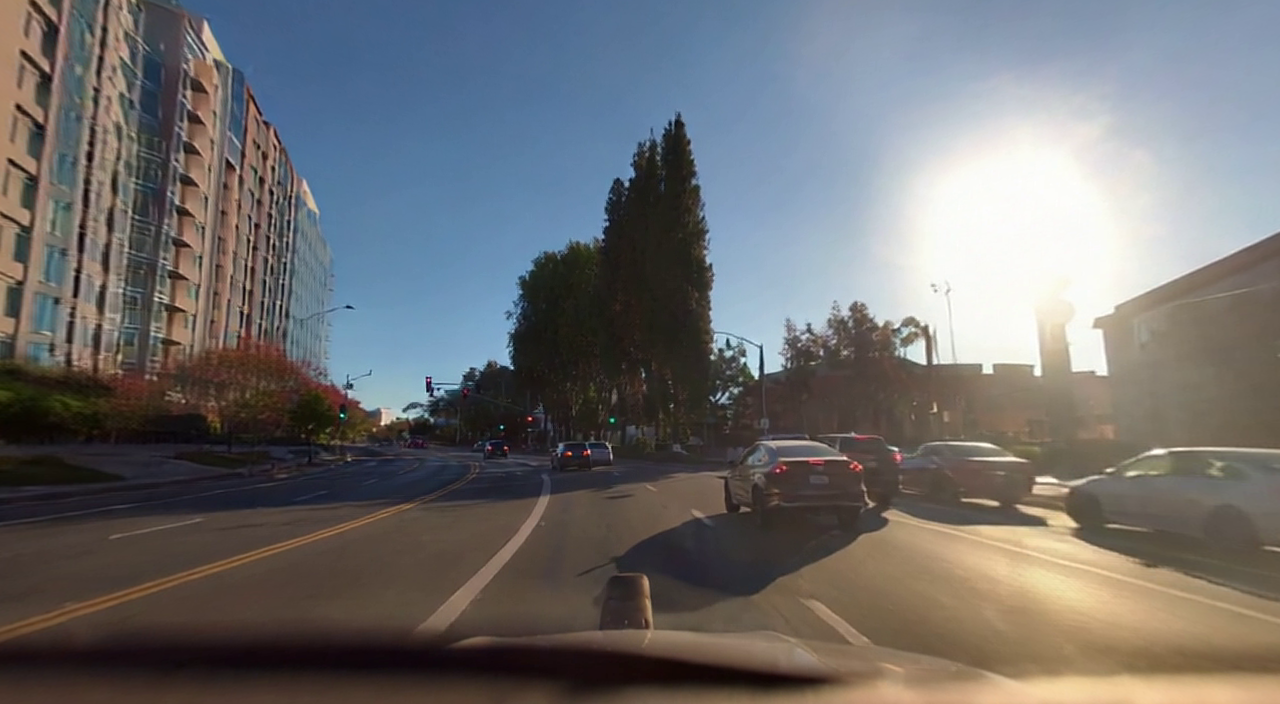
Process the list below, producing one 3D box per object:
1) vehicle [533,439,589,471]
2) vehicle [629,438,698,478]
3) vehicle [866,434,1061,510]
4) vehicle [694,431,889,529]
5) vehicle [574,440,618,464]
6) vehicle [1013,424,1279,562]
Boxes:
[{"bbox_3d":[-4.253,5.411,33.286,2.308,1.535,4.811,2,-9,-14],"label":"vehicle"},{"bbox_3d":[0.866,4.365,26.202,1.984,1.476,4.488,1,-9,-10],"label":"vehicle"},{"bbox_3d":[7.167,2.680,14.605,1.820,1.450,4.408,1,-9,-6],"label":"vehicle"},{"bbox_3d":[2.521,2.280,11.893,2.280,1.472,4.426,1,-8,-4],"label":"vehicle"},{"bbox_3d":[-2.976,6.620,41.737,1.957,1.463,4.701,2,-9,-16],"label":"vehicle"},{"bbox_3d":[7.676,1.805,8.741,1.882,1.469,4.766,1,-8,-3],"label":"vehicle"}]
